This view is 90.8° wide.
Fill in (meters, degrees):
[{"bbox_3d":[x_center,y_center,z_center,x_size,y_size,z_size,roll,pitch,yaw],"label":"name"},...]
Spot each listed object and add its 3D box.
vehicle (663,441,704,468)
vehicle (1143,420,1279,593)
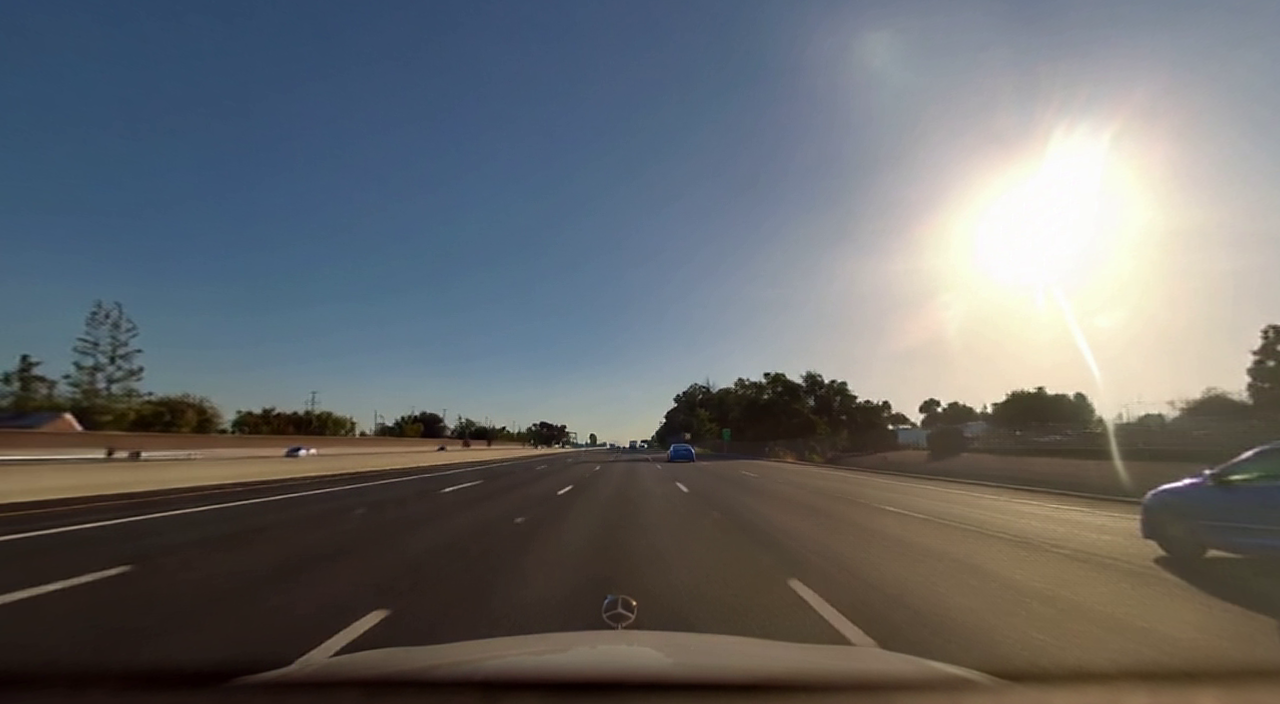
[{"bbox_3d":[2.701,6.483,40.212,2.270,1.615,3.770,0,-8,-2],"label":"vehicle"},{"bbox_3d":[6.824,1.221,4.572,2.227,1.522,5.041,0,-8,0],"label":"vehicle"}]
